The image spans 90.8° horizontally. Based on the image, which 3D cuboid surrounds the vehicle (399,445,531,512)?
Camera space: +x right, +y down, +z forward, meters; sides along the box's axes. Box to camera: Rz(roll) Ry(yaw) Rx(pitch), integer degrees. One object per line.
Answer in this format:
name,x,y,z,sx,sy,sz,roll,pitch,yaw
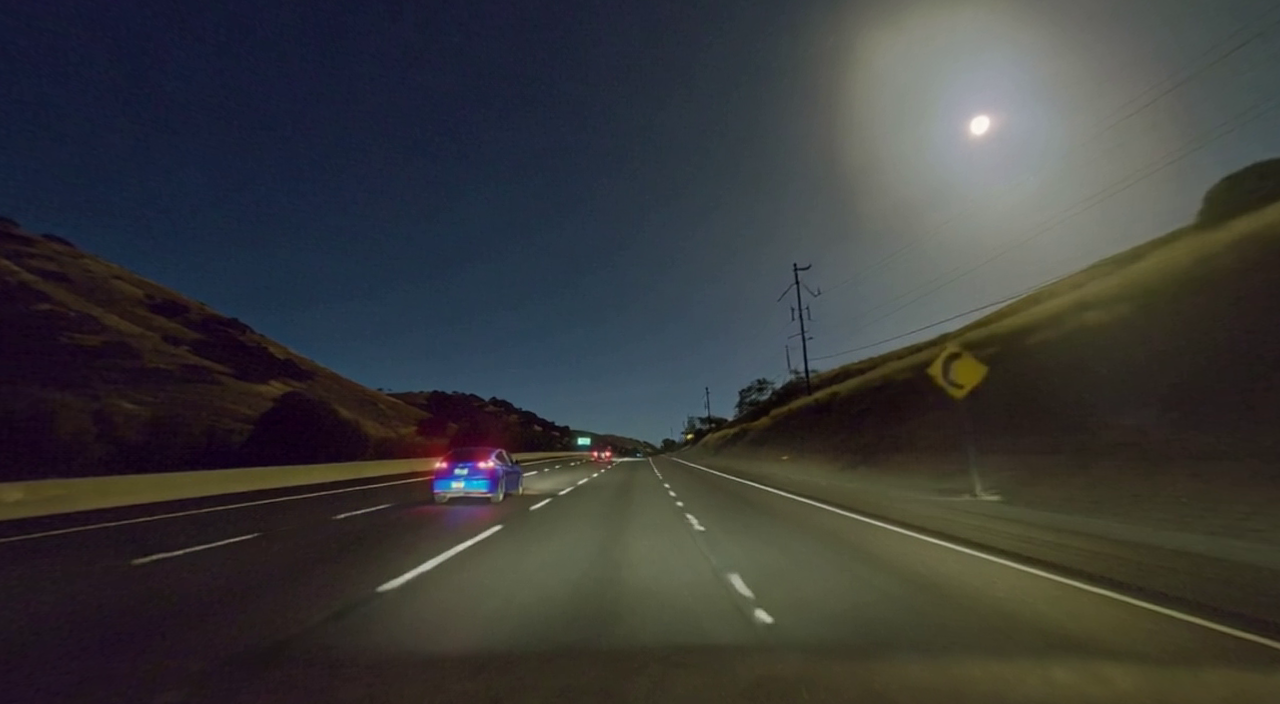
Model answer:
vehicle,-4.380,3.250,16.796,2.064,1.489,4.966,0,-9,0
